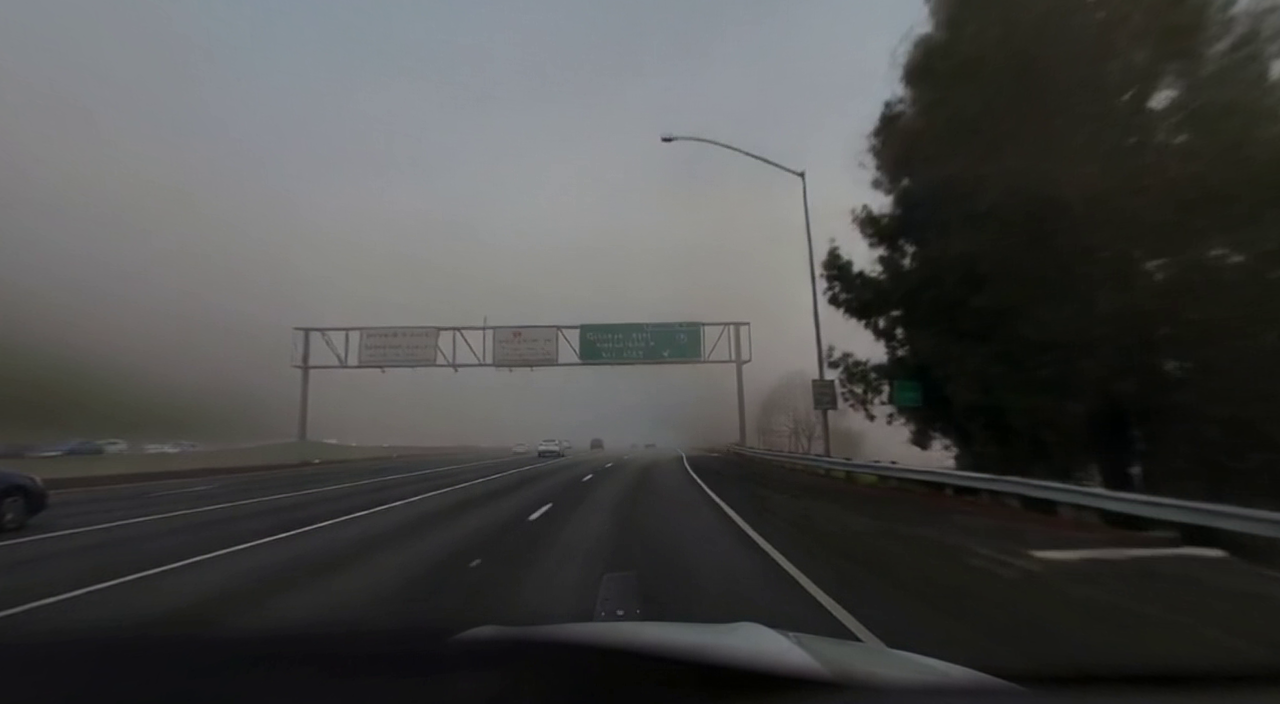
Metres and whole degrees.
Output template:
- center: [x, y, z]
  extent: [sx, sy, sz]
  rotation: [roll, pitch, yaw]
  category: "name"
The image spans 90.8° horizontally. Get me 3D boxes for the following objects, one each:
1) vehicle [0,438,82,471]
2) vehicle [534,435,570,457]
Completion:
- center: [-30.969, 5.088, 31.585]
  extent: [1.943, 1.548, 4.560]
  rotation: [0, -8, -1]
  category: "vehicle"
- center: [-6.479, 6.980, 47.030]
  extent: [2.271, 1.537, 4.029]
  rotation: [0, -8, -3]
  category: "vehicle"
